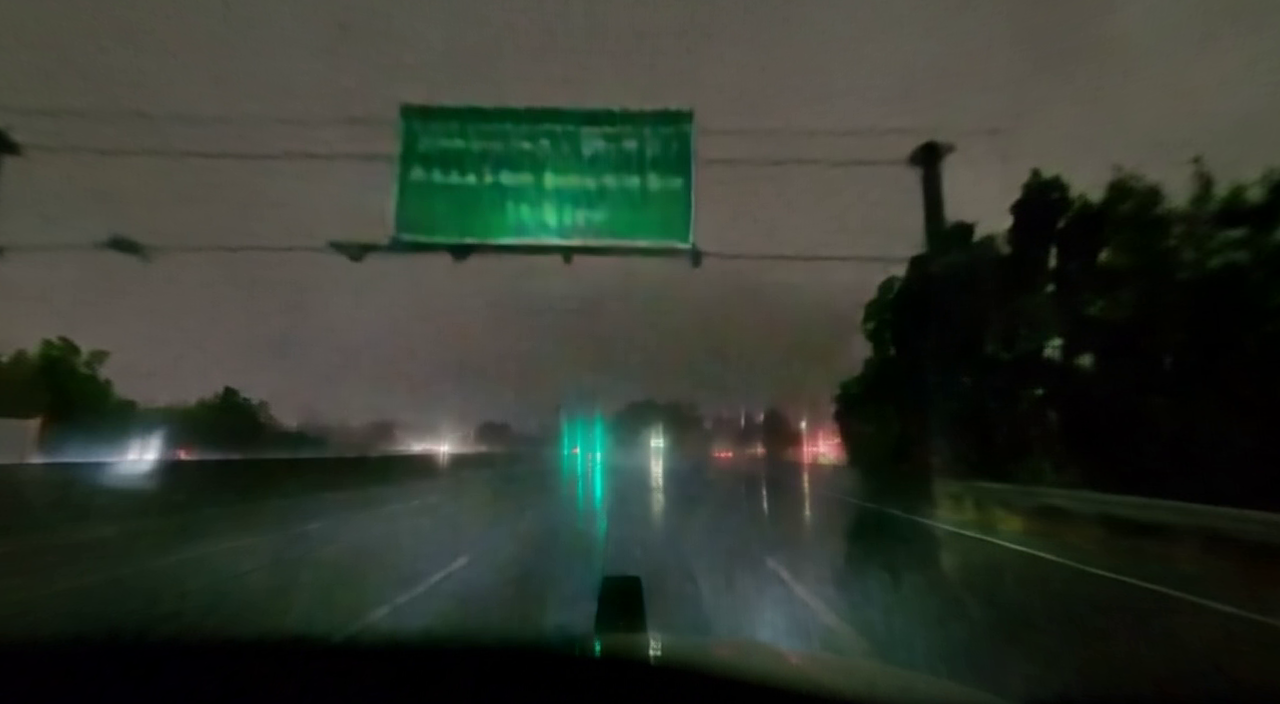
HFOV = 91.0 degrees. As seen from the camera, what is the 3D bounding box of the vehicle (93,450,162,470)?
[{"bbox_3d":[-40.441,8.515,49.841,1.795,1.516,4.404,0,-9,0],"label":"vehicle"}]
